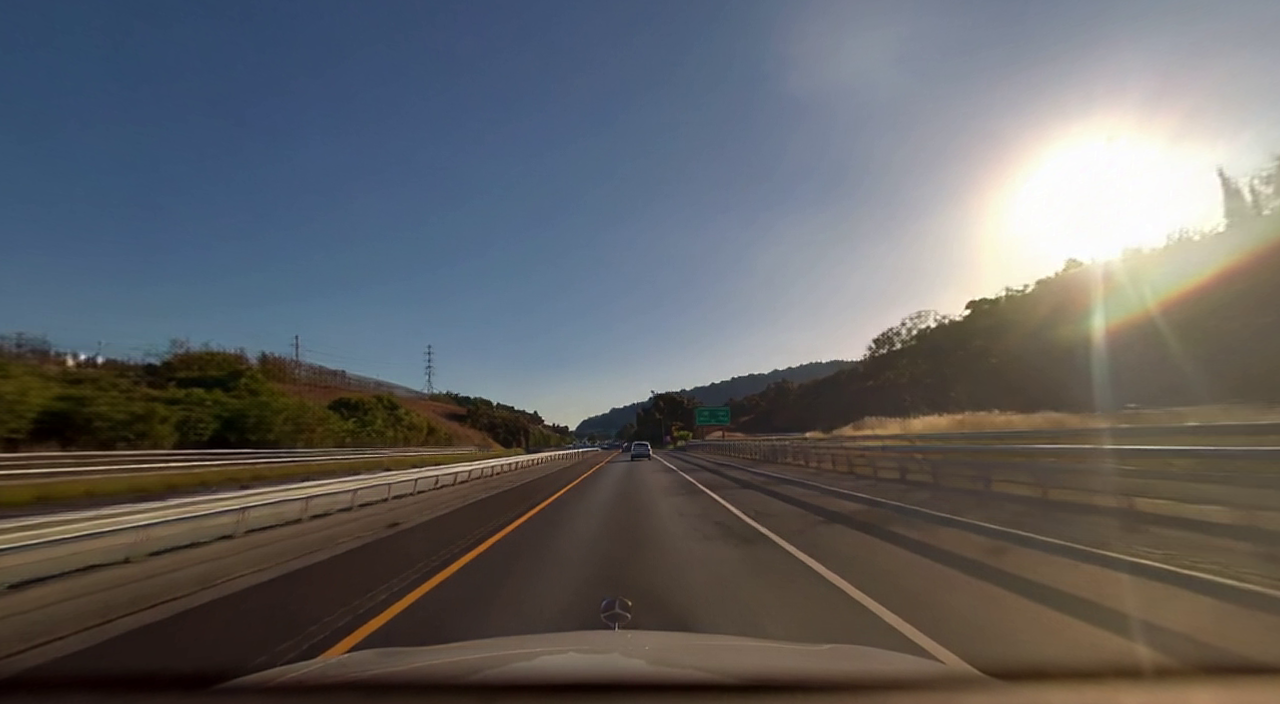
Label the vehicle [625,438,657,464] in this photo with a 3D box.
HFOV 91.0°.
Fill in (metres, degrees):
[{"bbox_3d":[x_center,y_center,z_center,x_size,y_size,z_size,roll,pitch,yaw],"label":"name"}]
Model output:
[{"bbox_3d":[0.035,6.790,43.234,2.059,1.696,4.165,0,-8,-1],"label":"vehicle"}]
